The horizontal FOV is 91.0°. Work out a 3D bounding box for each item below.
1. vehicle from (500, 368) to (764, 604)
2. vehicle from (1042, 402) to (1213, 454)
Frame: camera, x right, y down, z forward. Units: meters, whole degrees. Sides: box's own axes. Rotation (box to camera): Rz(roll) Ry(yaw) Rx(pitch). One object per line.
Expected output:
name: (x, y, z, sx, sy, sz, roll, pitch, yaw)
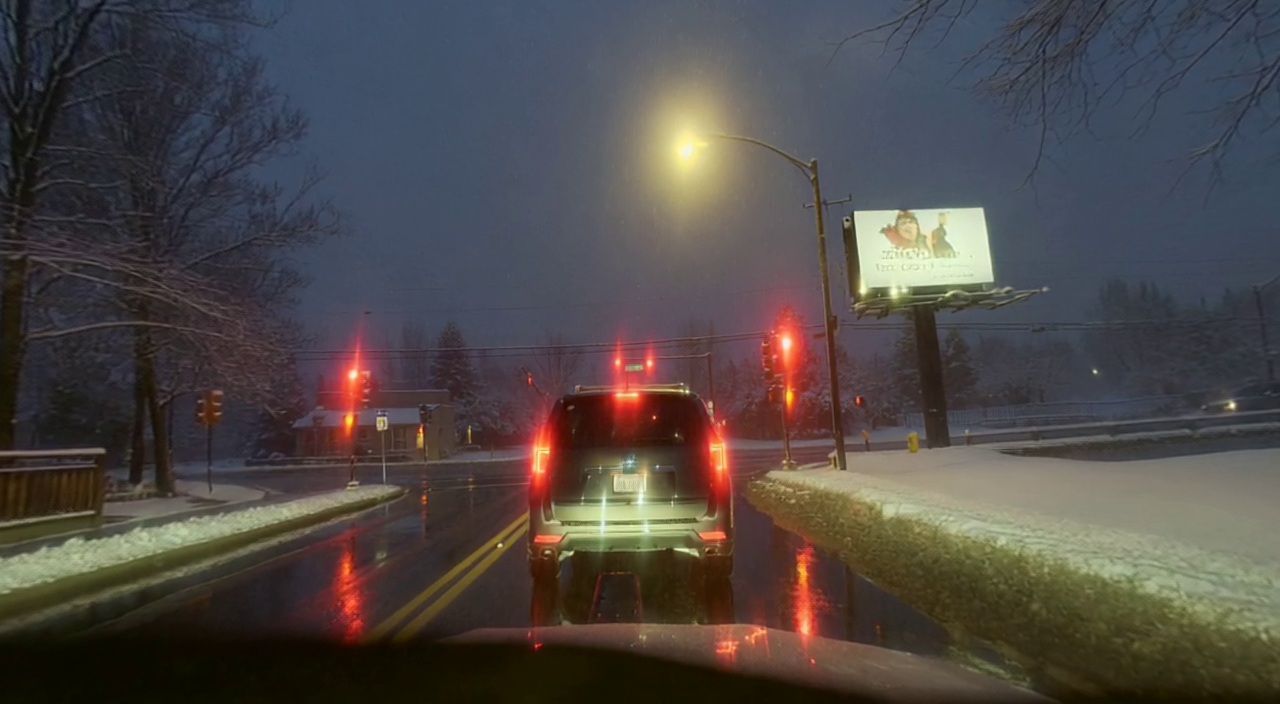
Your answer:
vehicle: (-0.065, 1.362, 7.135, 2.142, 1.904, 3.816, -1, -8, 0)
vehicle: (15.266, 2.447, 19.947, 3.750, 1.502, 1.781, -2, -8, 13)
